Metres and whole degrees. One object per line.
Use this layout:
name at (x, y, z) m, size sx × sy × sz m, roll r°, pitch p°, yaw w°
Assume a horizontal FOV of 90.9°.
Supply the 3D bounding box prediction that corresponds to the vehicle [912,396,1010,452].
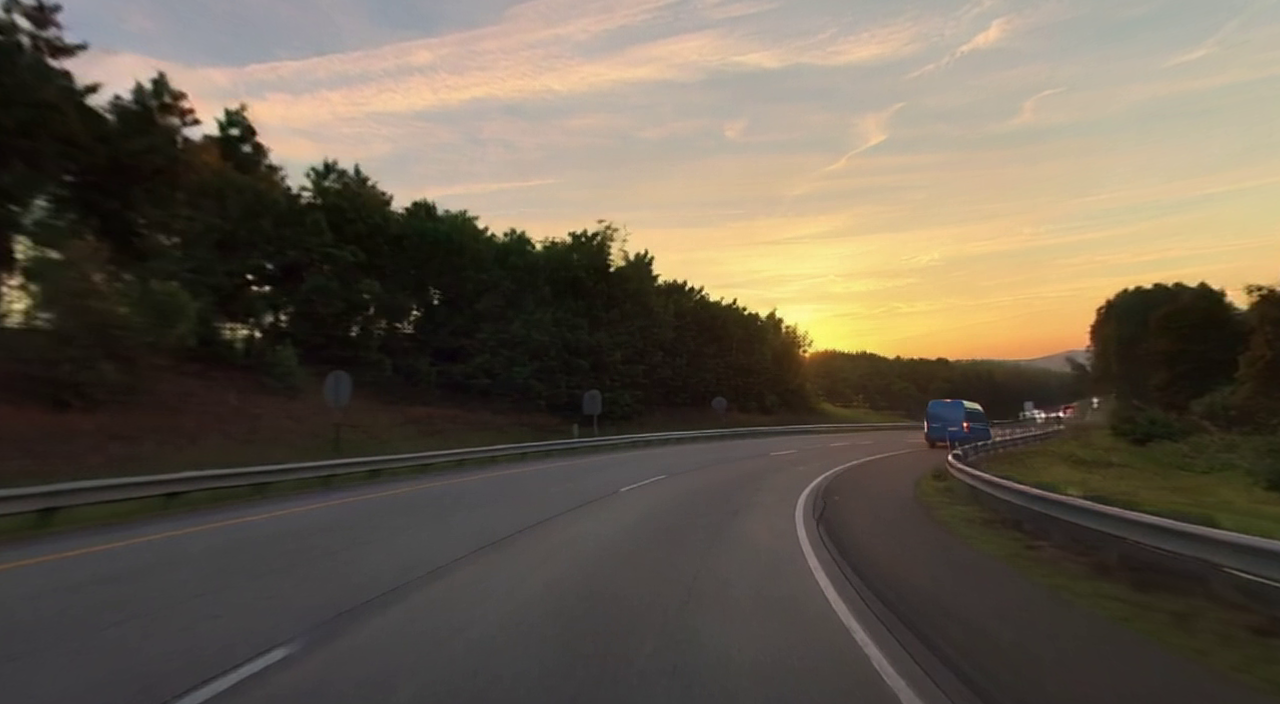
vehicle at (16.166, 3.654, 31.618) m, size 5.330 × 2.577 × 2.352 m, roll 6°, pitch -10°, yaw -39°
